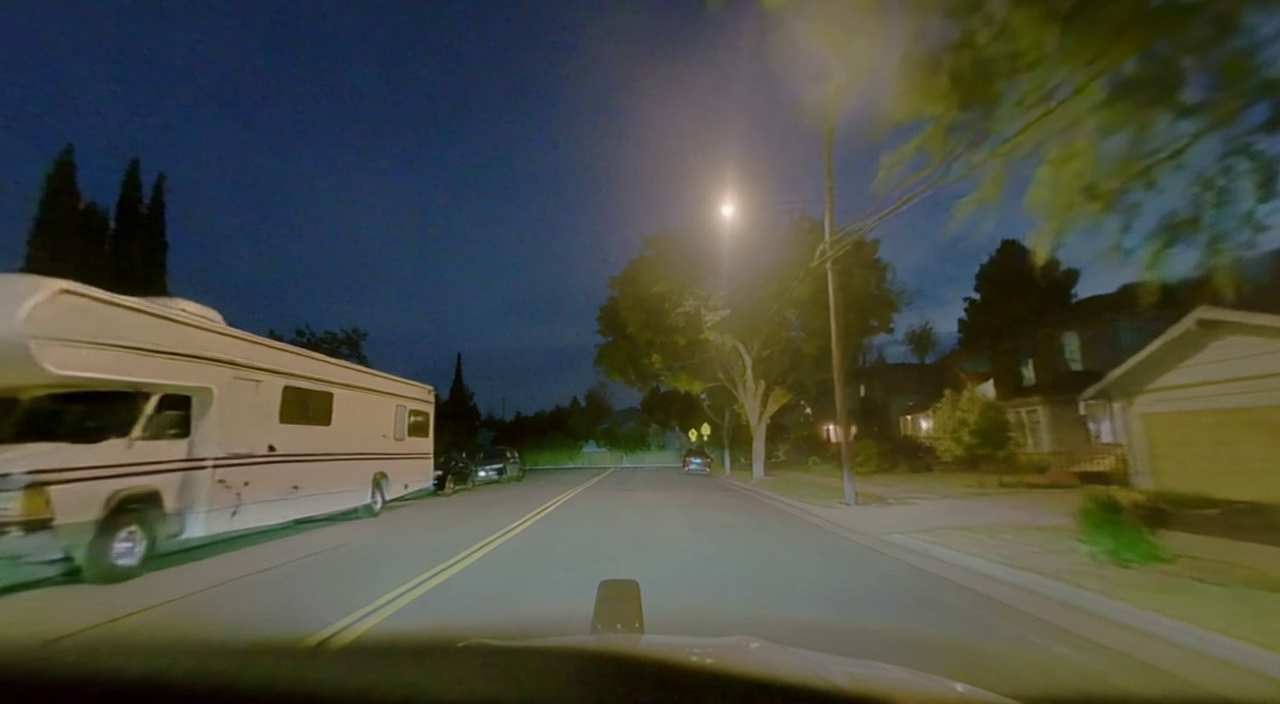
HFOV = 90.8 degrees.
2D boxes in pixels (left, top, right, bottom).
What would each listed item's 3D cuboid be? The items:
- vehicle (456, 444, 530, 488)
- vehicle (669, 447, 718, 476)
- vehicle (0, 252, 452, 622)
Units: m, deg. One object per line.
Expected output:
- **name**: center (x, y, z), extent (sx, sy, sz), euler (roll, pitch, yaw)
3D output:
- **vehicle**: center (-6.982, 5.422, 30.608), extent (2.225, 1.817, 5.731), euler (-3, -8, 0)
- **vehicle**: center (2.912, 6.046, 35.305), extent (2.167, 1.479, 4.597), euler (0, -8, -2)
- **vehicle**: center (-6.917, 1.712, 11.839), extent (3.103, 3.479, 11.801), euler (-1, -9, 0)
